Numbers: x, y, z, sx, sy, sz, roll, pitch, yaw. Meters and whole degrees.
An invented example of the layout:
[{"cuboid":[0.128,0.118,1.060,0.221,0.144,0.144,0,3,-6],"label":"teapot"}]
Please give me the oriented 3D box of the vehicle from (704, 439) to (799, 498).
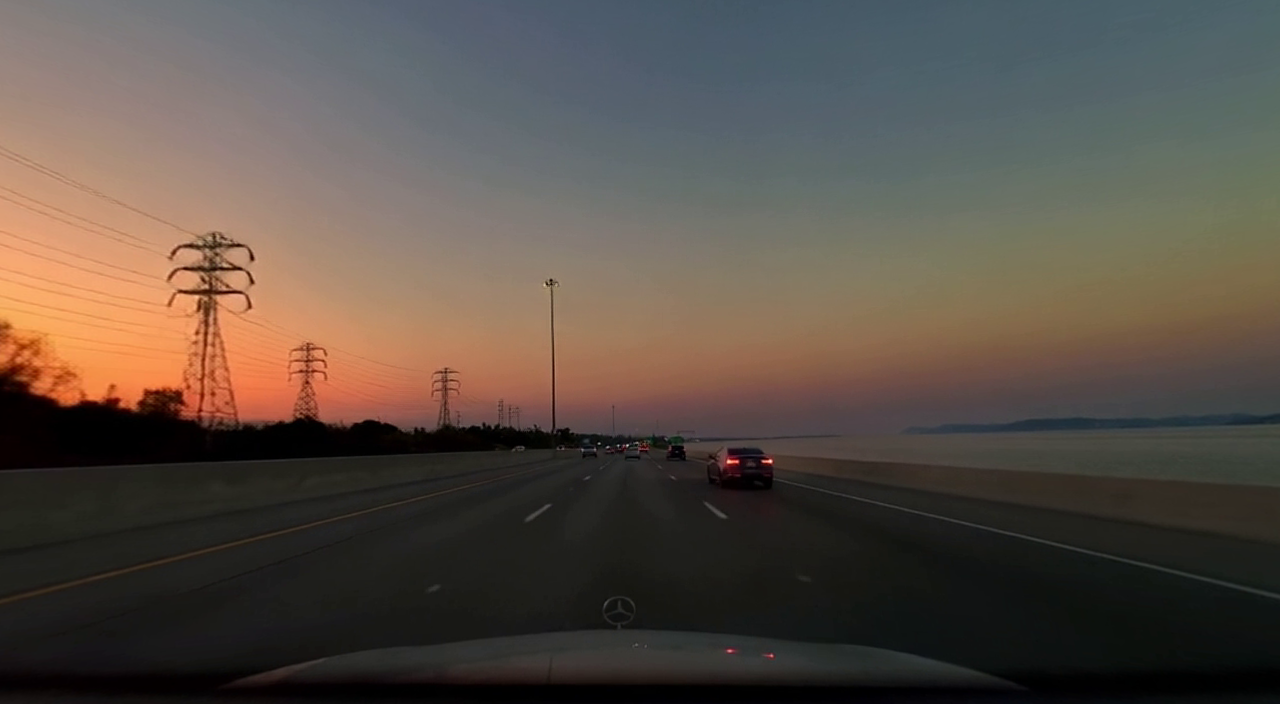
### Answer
[{"cuboid":[3.068,3.300,18.395,1.890,1.490,4.373,0,-8,-1],"label":"vehicle"}]
